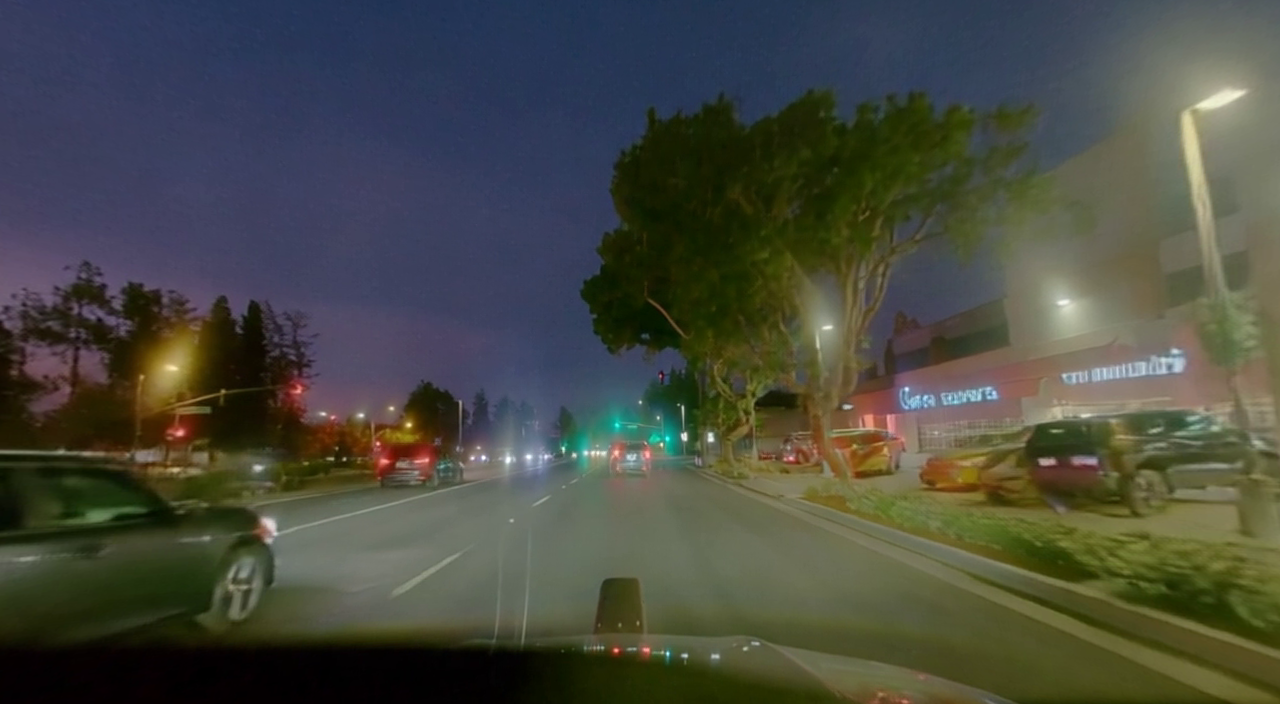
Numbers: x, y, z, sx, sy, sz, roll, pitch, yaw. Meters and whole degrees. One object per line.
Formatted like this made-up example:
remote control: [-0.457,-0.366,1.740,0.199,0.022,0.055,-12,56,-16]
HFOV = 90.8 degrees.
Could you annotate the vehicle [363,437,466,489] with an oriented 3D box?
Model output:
vehicle: [-7.931,3.931,22.766,2.038,1.649,4.665,0,-9,-1]

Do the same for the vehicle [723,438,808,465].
vehicle: [7.386,5.907,37.558,4.619,1.523,1.873,0,-8,-1]

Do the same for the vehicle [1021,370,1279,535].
vehicle: [8.924,1.319,9.160,5.634,1.895,2.223,-1,-9,-13]

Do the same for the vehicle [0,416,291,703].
vehicle: [-3.993,1.042,3.000,1.973,1.456,4.850,0,-9,-1]

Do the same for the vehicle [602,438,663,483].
vehicle: [-0.300,3.956,23.285,2.061,1.469,3.954,0,-9,-2]
